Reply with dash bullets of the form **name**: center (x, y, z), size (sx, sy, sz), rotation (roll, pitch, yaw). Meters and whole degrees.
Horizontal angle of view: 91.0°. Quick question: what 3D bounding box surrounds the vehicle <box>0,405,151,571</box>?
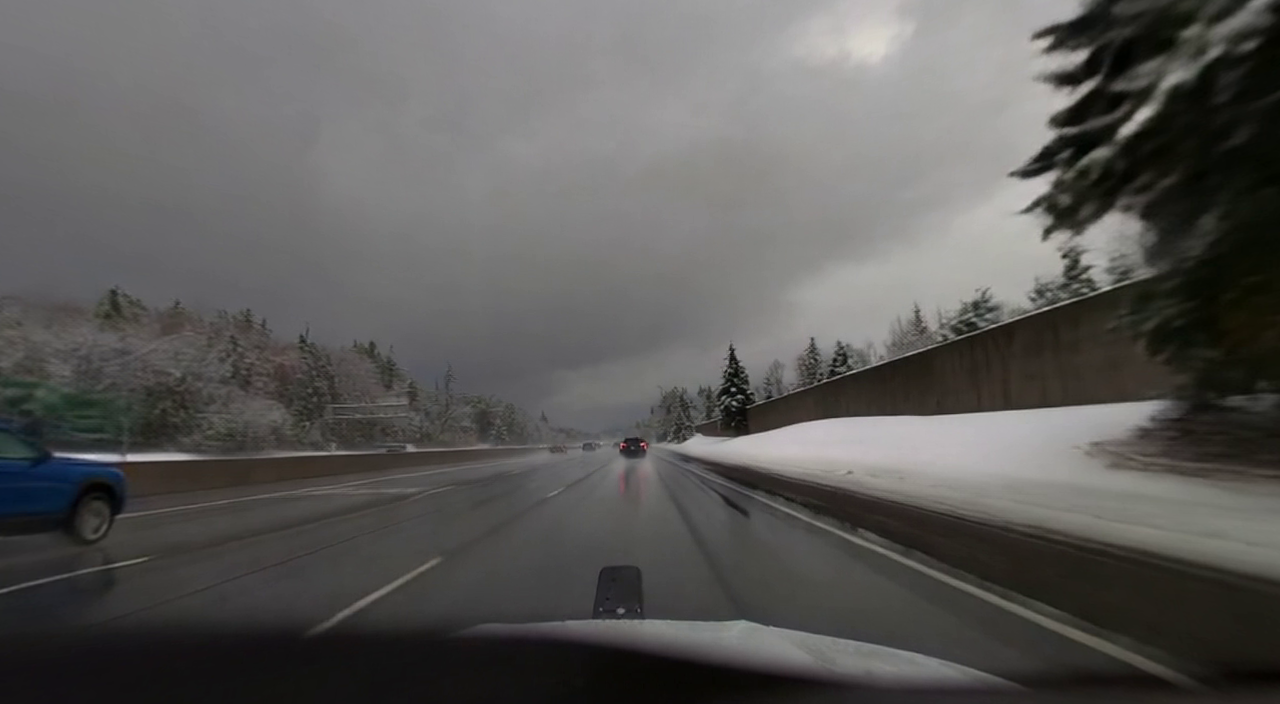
- **vehicle**: center (-7.741, 1.373, 6.248), size (2.166, 1.705, 4.433), rotation (0, -9, 0)

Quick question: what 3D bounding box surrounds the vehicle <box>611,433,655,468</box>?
- **vehicle**: center (-0.325, 5.182, 33.087), size (2.141, 1.706, 4.065), rotation (0, -9, 1)
